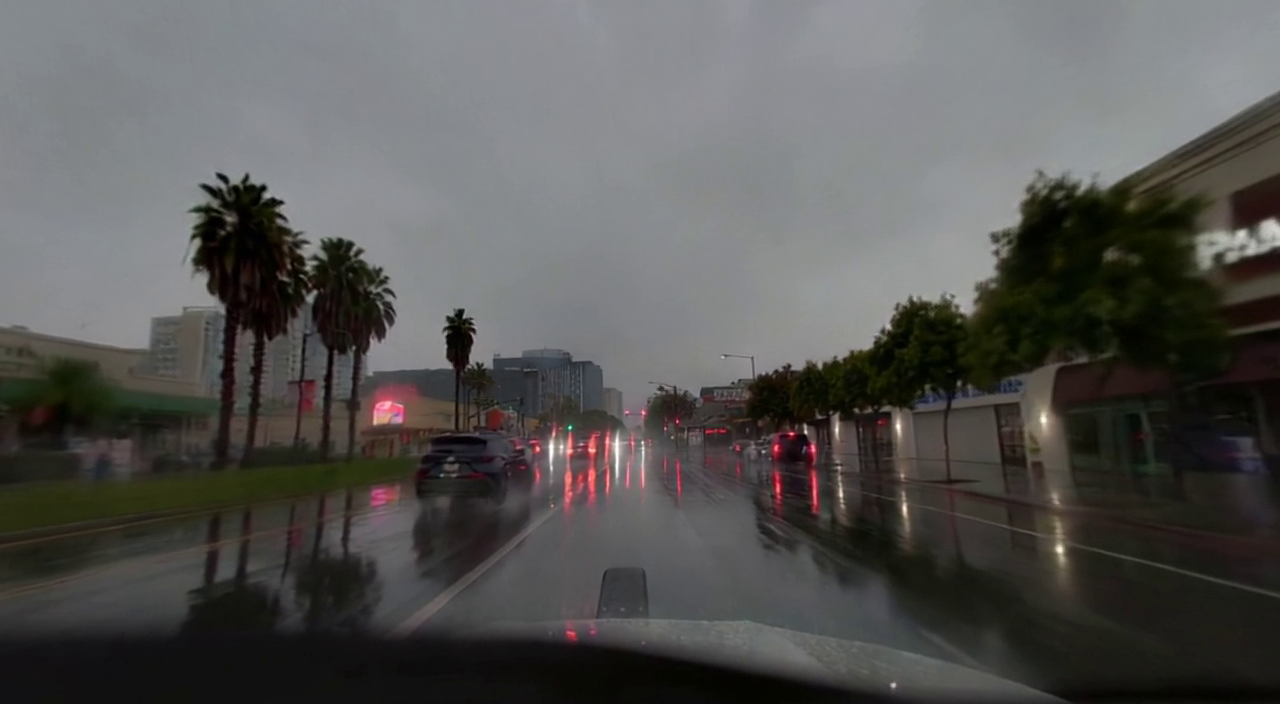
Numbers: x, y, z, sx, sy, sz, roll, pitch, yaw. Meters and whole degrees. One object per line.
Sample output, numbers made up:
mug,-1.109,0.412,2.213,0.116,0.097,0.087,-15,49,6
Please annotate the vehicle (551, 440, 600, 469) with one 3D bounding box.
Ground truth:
vehicle,-3.399,5.526,34.061,2.044,1.462,4.624,0,-9,1

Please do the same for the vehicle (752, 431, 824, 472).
vehicle,7.505,5.126,32.634,2.256,1.936,5.838,0,-9,0

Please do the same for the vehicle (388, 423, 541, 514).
vehicle,-3.524,2.431,13.567,2.024,1.636,4.121,0,-9,1
